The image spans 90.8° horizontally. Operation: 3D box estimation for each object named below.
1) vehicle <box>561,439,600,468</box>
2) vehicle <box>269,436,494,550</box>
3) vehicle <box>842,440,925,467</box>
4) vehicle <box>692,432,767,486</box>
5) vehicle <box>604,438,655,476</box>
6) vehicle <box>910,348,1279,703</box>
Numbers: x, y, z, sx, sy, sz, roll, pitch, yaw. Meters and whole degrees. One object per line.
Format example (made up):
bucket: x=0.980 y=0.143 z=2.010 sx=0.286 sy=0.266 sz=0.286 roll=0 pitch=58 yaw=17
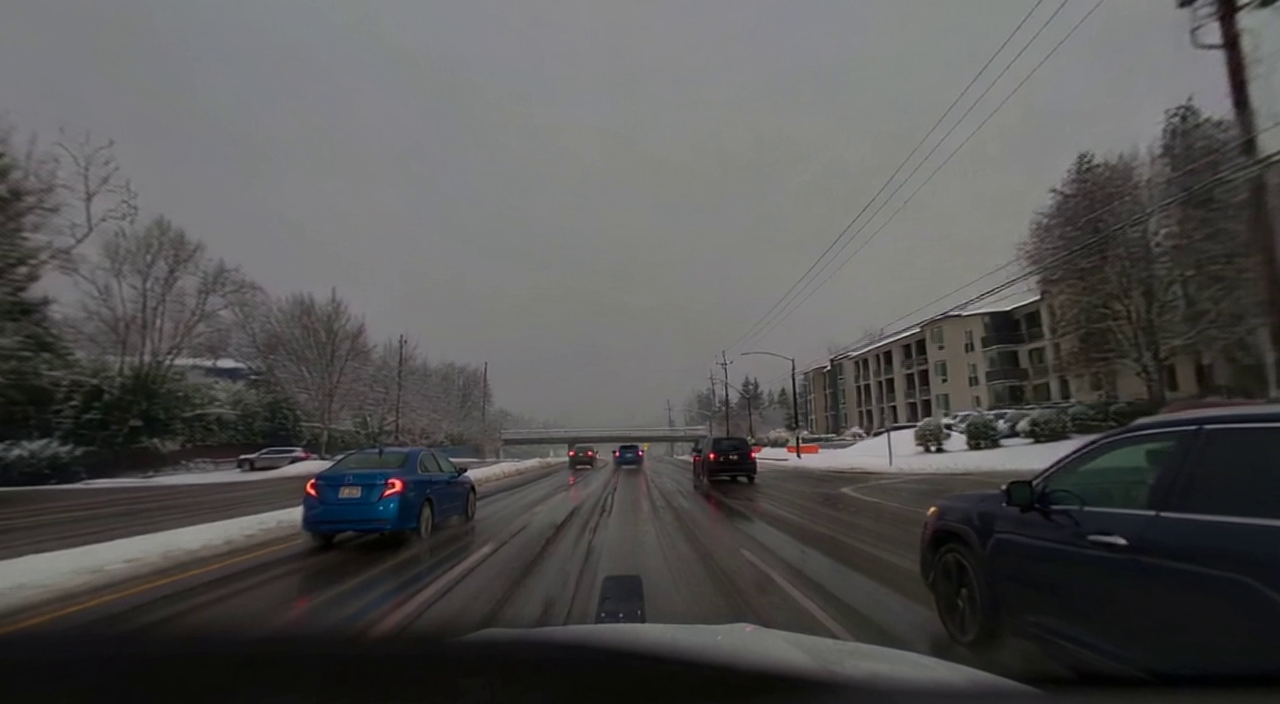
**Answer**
vehicle: x=-3.992 y=6.939 z=43.174 sx=2.190 sy=1.832 sz=4.417 roll=0 pitch=-9 yaw=0
vehicle: x=-3.901 y=2.185 z=10.486 sx=1.968 sy=1.473 sz=4.209 roll=0 pitch=-9 yaw=0
vehicle: x=15.908 y=6.647 z=41.364 sx=4.594 sy=1.664 sz=2.036 roll=-6 pitch=-11 yaw=34
vehicle: x=3.190 y=3.921 z=23.366 sx=2.029 sy=1.797 sz=4.218 roll=0 pitch=-9 yaw=-2
vehicle: x=-0.479 y=5.067 z=30.652 sx=2.291 sy=1.714 sz=4.217 roll=0 pitch=-9 yaw=-1
vehicle: x=3.157 y=0.922 z=2.976 sx=1.975 sy=1.598 sz=4.025 roll=0 pitch=-9 yaw=0
